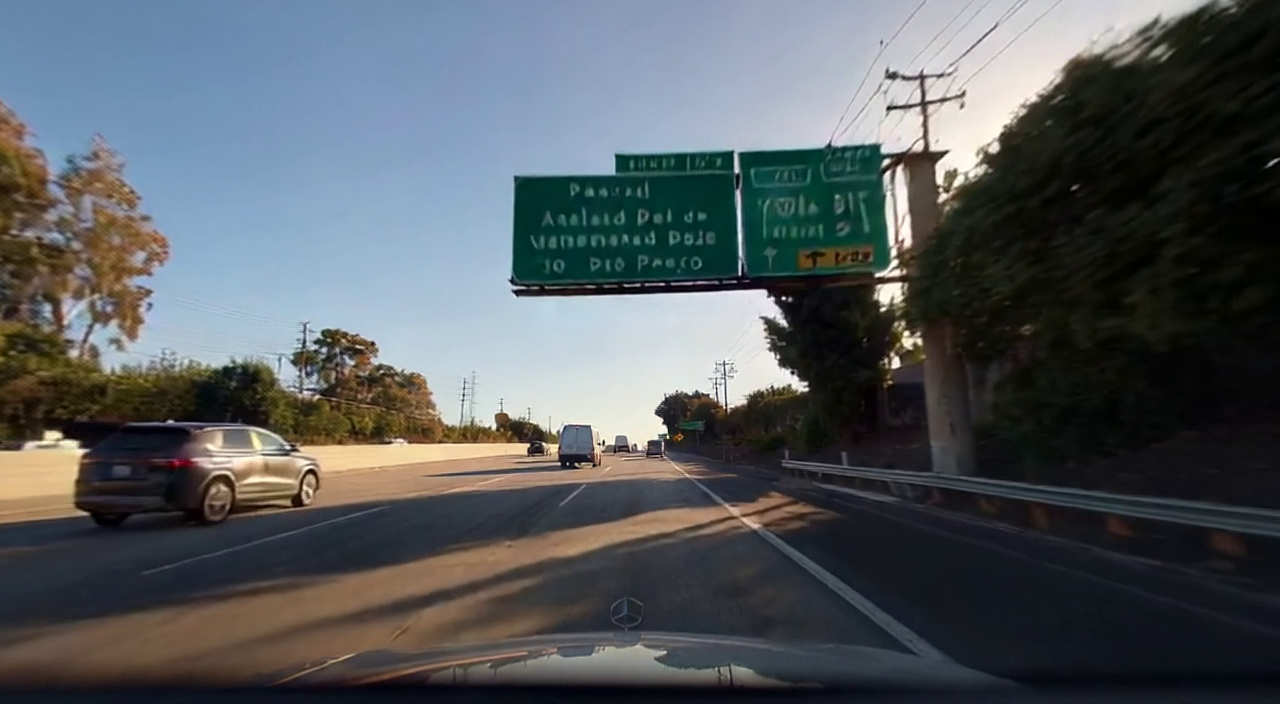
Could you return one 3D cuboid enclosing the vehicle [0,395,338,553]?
[{"bbox_3d":[-7.397,1.865,10.321,2.192,1.893,5.330,0,-9,0],"label":"vehicle"}]

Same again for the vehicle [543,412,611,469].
[{"bbox_3d":[-3.444,5.253,37.176,2.915,2.885,9.394,0,-9,1],"label":"vehicle"}]

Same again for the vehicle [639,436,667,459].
[{"bbox_3d":[1.043,7.463,49.214,2.038,1.677,4.219,0,-9,2],"label":"vehicle"}]
